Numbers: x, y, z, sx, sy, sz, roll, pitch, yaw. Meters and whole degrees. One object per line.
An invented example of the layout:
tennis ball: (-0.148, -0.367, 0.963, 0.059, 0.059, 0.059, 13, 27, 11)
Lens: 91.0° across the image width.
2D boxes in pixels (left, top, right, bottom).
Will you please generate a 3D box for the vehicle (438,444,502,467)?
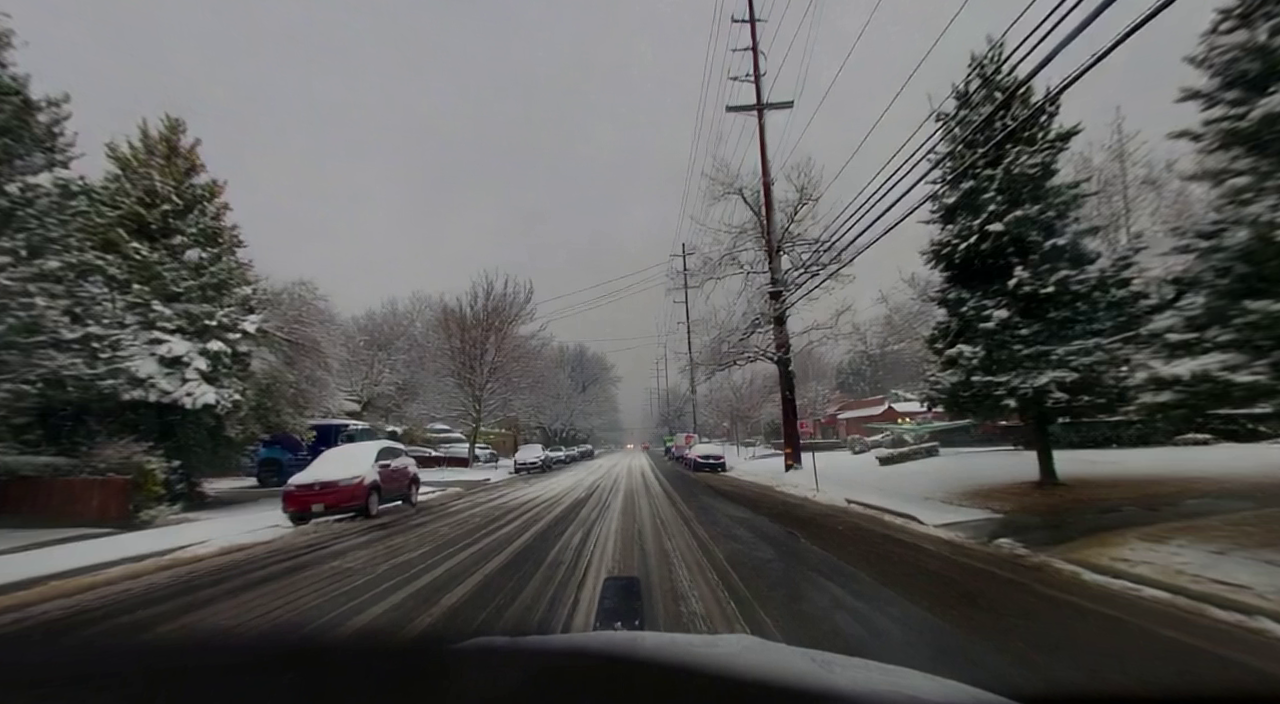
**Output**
vehicle: (-13.389, 8.195, 49.844, 4.528, 1.713, 1.947, 0, -8, -1)

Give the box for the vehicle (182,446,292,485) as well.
vehicle: (-17.679, 4.976, 27.714, 3.623, 1.575, 1.724, 0, -8, 0)

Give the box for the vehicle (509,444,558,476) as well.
vehicle: (-6.159, 6.269, 36.777, 1.989, 1.693, 4.292, -2, -8, 2)

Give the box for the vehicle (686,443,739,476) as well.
vehicle: (3.672, 5.576, 32.967, 2.112, 1.528, 4.944, 0, -8, -1)

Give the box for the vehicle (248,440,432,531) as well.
vehicle: (-6.326, 2.815, 13.976, 2.012, 1.639, 4.310, -1, -8, -1)
